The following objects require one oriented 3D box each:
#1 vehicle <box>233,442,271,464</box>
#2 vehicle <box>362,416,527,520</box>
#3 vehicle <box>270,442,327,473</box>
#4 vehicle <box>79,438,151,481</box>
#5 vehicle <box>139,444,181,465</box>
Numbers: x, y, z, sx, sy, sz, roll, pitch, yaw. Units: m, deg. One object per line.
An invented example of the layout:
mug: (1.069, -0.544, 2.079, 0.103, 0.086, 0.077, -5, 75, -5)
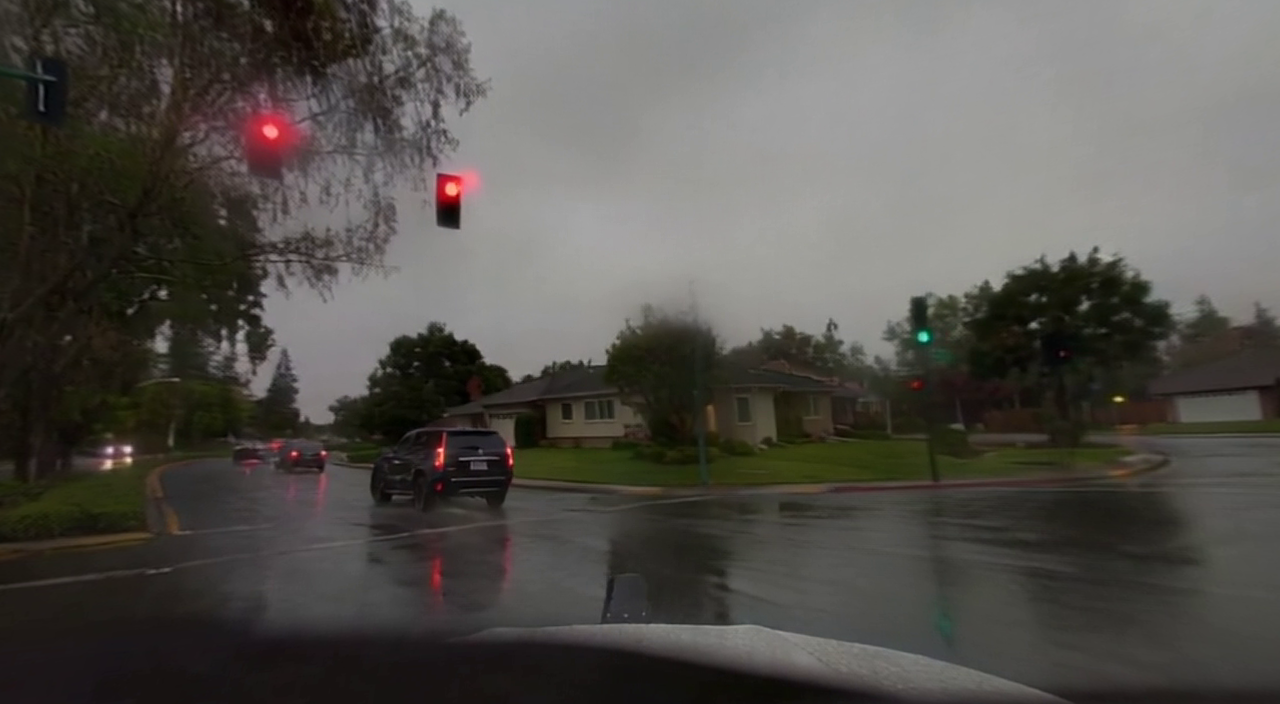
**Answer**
vehicle: (-27.666, 7.175, 44.900, 1.854, 1.520, 3.759, 6, -10, -36)
vehicle: (-4.452, 2.445, 13.823, 2.141, 1.833, 4.704, 5, -10, -33)
vehicle: (-17.709, 5.391, 32.558, 1.983, 1.433, 4.558, 5, -10, -34)
vehicle: (-23.242, 4.723, 28.057, 2.063, 1.721, 4.261, 6, -10, -35)
vehicle: (-36.064, 7.687, 47.438, 1.976, 1.461, 3.642, 5, -10, -30)
